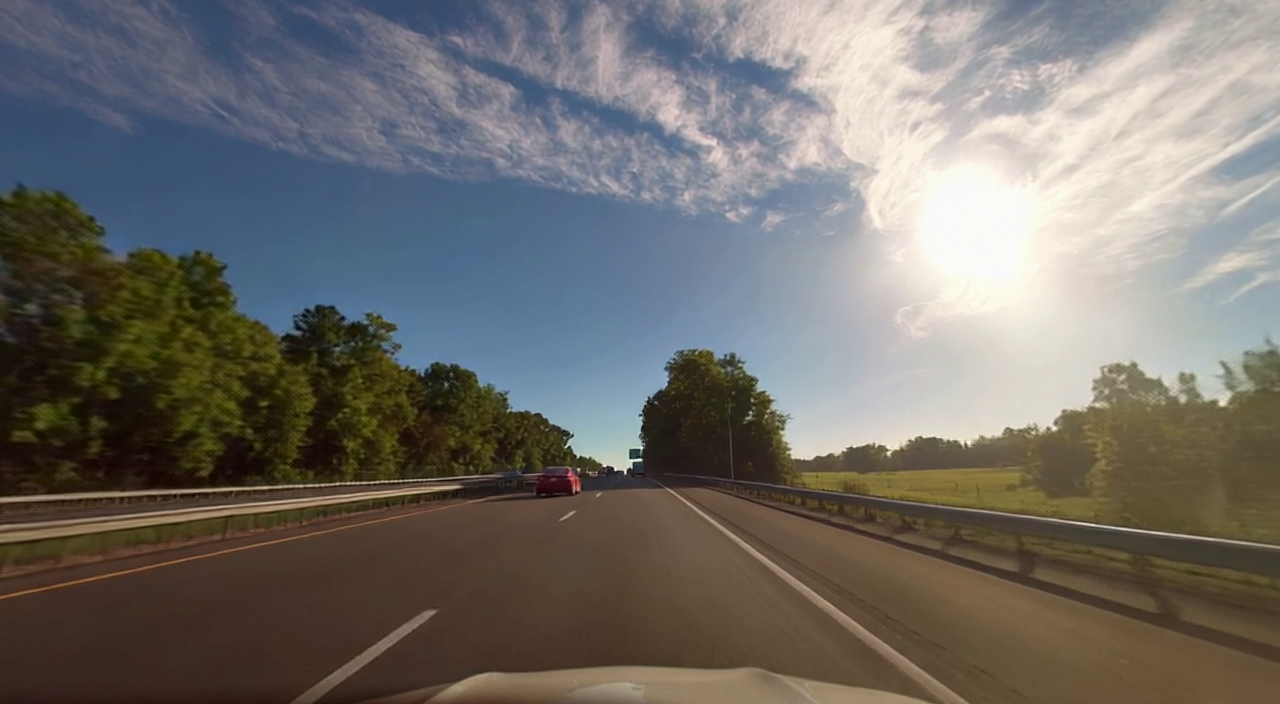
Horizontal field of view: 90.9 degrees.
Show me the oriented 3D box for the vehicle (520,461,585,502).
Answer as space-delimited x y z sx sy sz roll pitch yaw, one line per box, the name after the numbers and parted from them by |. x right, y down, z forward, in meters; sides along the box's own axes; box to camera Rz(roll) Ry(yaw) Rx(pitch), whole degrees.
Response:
-3.594 5.475 26.874 2.006 1.516 4.820 1 -11 1 | vehicle
